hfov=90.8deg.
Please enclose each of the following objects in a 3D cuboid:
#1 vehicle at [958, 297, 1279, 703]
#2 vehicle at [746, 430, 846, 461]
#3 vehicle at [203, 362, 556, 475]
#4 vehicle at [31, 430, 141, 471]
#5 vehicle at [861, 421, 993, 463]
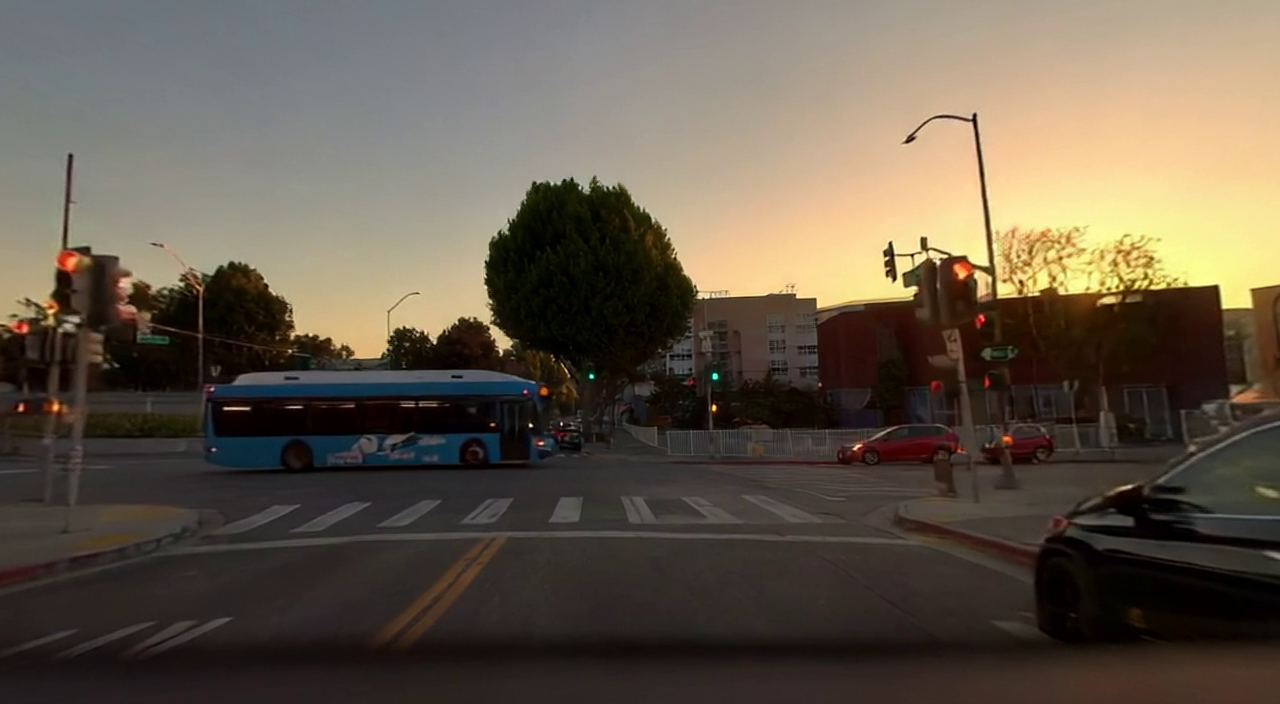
[{"bbox_3d":[3.530,0.774,2.582,2.052,1.929,4.747,-1,-8,2],"label":"vehicle"},{"bbox_3d":[7.670,4.642,31.377,4.451,1.422,1.744,0,-8,0],"label":"vehicle"},{"bbox_3d":[-8.413,2.307,21.448,10.621,3.479,3.025,-1,-8,2],"label":"vehicle"},{"bbox_3d":[-28.246,4.992,32.246,4.145,1.585,1.727,-5,-3,2],"label":"vehicle"},{"bbox_3d":[14.055,4.464,31.203,5.450,1.844,2.011,-2,-9,2],"label":"vehicle"}]
